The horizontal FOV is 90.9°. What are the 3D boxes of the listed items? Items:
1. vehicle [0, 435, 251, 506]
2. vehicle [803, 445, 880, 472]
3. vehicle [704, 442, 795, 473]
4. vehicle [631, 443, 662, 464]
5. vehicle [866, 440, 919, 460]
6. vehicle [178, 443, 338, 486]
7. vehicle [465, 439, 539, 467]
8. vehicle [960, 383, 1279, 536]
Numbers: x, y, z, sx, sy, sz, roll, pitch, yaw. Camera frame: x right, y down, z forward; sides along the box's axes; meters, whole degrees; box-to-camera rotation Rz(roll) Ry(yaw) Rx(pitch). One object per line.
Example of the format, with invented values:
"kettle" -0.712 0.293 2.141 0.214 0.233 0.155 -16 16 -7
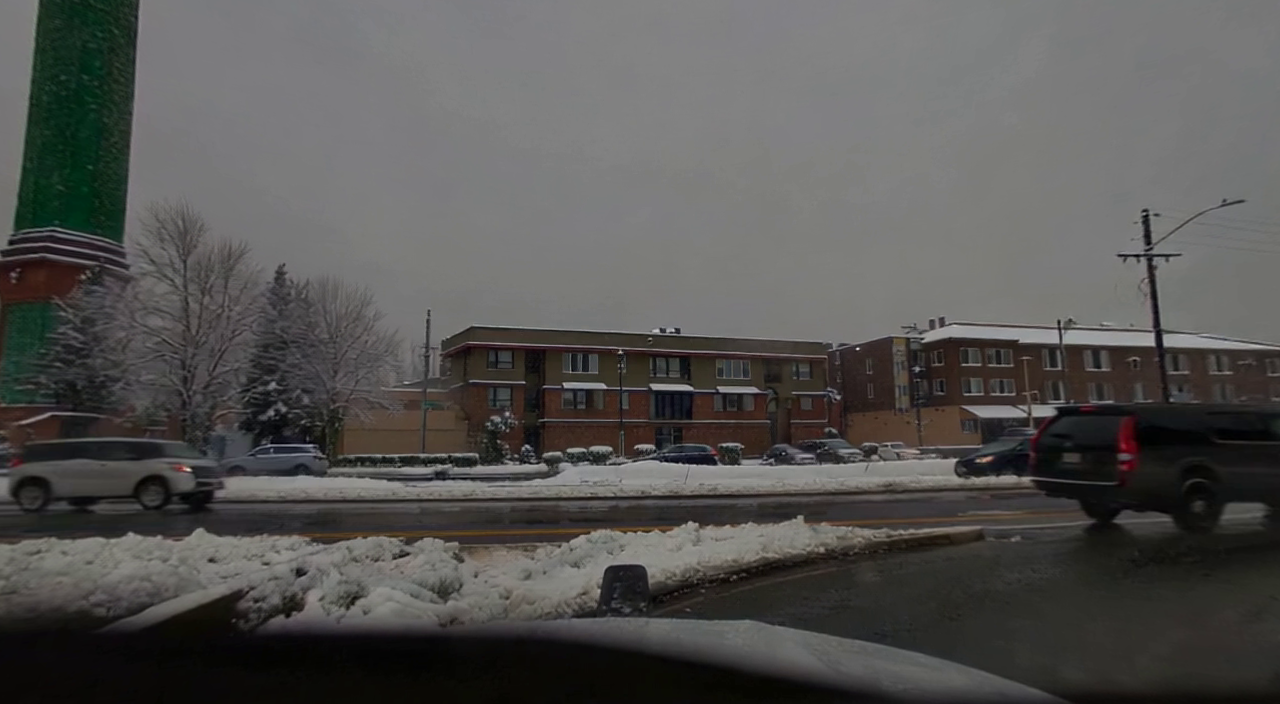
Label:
"vehicle" -12.044 2.654 14.441 4.818 1.470 1.989 1 -9 -8
"vehicle" 12.764 6.730 39.960 4.215 1.575 1.884 2 -9 -11
"vehicle" 6.678 6.474 38.733 5.127 1.803 2.011 1 -9 -9
"vehicle" 0.434 7.580 47.135 1.845 1.509 3.855 1 -9 -6
"vehicle" 19.808 7.738 49.643 2.133 1.494 4.108 1 -8 -5
"vehicle" -13.697 4.035 22.883 4.513 1.451 1.853 1 -9 -8
"vehicle" -10.171 7.459 46.568 4.920 1.956 1.865 -2 -9 14
"vehicle" 8.236 1.678 10.175 4.885 2.081 2.342 1 -9 -9
